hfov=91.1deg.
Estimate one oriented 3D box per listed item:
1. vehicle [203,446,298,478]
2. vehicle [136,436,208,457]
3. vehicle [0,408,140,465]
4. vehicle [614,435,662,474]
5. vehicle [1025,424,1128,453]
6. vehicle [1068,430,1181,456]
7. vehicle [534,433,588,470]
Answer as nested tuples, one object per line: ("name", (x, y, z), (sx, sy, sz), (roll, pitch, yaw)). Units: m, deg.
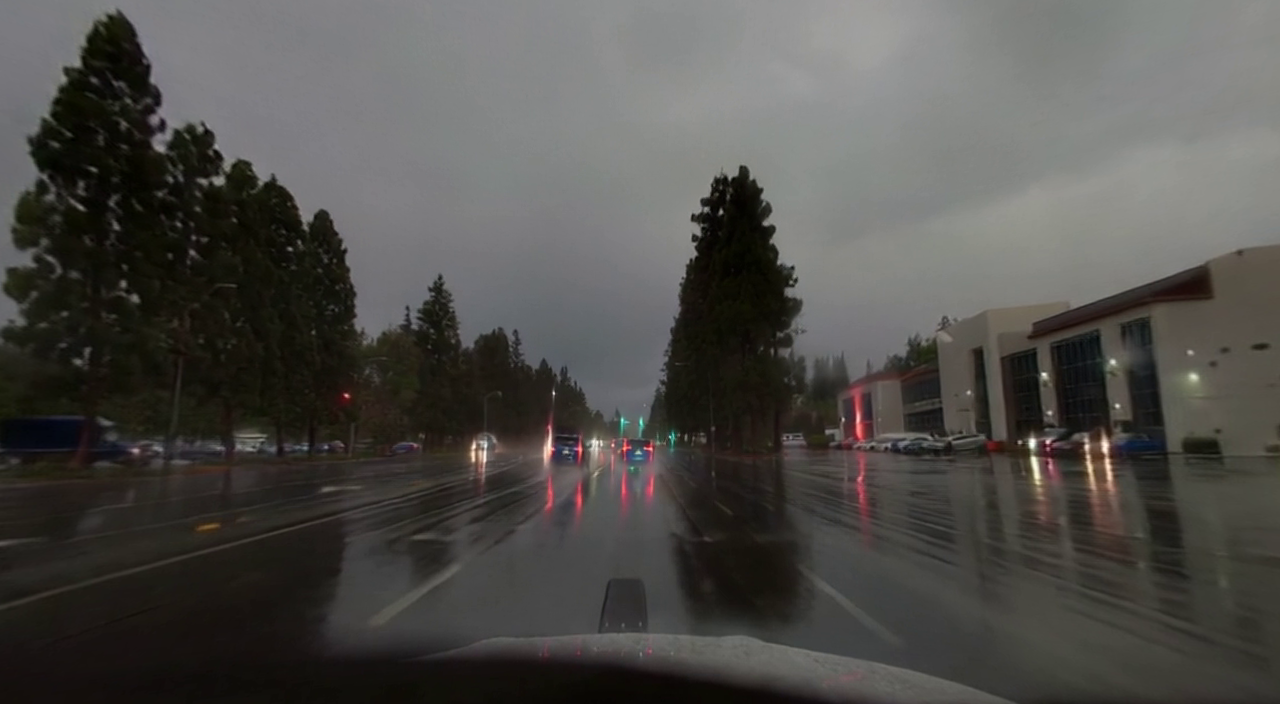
("vehicle", (-19.901, 5.623, 32.343), (1.994, 1.475, 4.521), (0, -8, 0))
("vehicle", (-35.872, 7.276, 48.160), (3.993, 1.552, 1.863), (0, -8, 0))
("vehicle", (-35.112, 5.104, 37.743), (7.444, 3.245, 2.697), (0, -8, -2))
("vehicle", (-0.089, 4.606, 28.444), (2.042, 1.641, 4.187), (0, -8, 0))
("vehicle", (30.399, 6.041, 43.828), (5.405, 1.896, 2.219), (0, -8, 3))
("vehicle", (30.015, 5.657, 38.973), (5.212, 1.538, 2.086), (0, -8, 1))
("vehicle", (-3.910, 5.017, 31.731), (2.113, 1.713, 4.422), (0, -8, 0))
